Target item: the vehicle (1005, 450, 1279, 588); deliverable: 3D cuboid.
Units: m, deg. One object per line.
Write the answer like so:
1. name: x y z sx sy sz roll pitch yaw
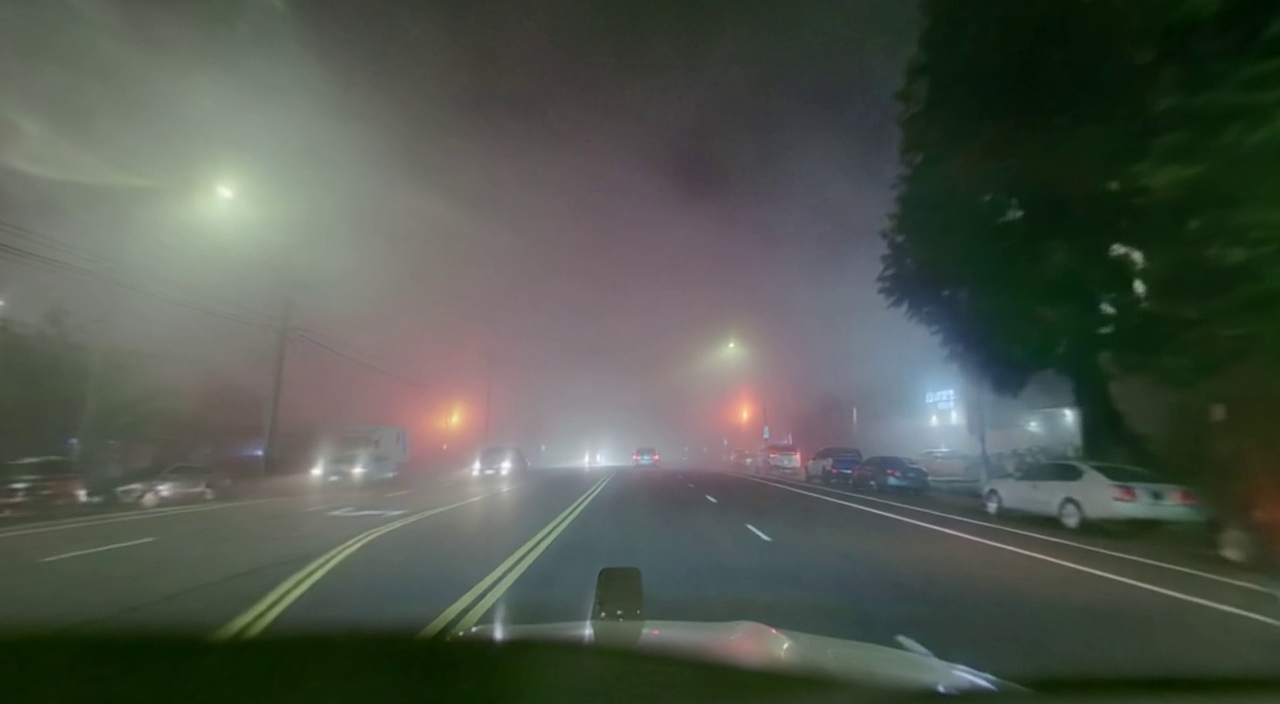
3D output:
1. vehicle: 7.661 2.172 9.195 1.874 1.437 4.593 0 -8 -1

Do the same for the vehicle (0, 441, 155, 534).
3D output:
1. vehicle: -14.074 2.918 13.693 2.367 1.849 5.874 -2 -8 2

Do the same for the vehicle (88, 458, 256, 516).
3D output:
1. vehicle: -14.111 4.044 19.457 1.795 1.462 4.466 0 -8 -1

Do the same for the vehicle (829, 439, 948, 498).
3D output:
1. vehicle: 8.044 3.782 21.013 2.003 1.723 4.654 0 -8 0

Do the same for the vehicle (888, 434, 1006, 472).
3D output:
1. vehicle: 15.397 5.088 31.912 4.698 1.815 2.342 0 -8 1

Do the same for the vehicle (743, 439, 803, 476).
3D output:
1. vehicle: 7.833 6.263 37.848 2.370 2.022 5.918 0 -8 1

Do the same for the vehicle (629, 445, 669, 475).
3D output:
1. vehicle: 0.477 6.038 35.513 2.067 1.547 4.513 0 -8 0

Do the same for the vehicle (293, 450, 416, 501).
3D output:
1. vehicle: -9.605 4.160 21.753 2.060 1.507 4.532 0 -8 1

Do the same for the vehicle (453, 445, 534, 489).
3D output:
1. vehicle: -5.958 4.711 26.349 2.213 1.626 4.736 0 -8 1
